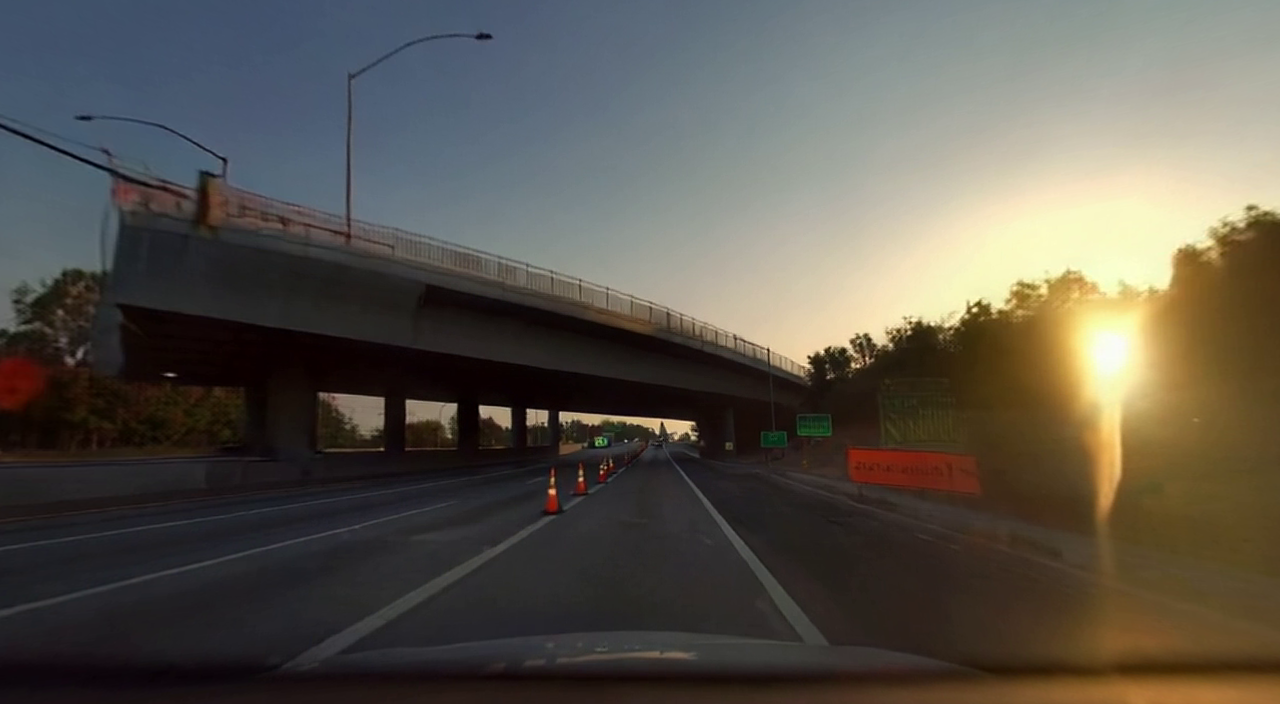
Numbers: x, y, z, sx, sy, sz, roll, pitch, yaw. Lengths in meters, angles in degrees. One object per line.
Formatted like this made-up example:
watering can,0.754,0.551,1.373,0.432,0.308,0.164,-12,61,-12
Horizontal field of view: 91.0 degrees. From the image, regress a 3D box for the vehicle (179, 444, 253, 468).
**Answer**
vehicle,-29.473,7.226,43.938,1.881,1.526,4.429,0,-8,3
